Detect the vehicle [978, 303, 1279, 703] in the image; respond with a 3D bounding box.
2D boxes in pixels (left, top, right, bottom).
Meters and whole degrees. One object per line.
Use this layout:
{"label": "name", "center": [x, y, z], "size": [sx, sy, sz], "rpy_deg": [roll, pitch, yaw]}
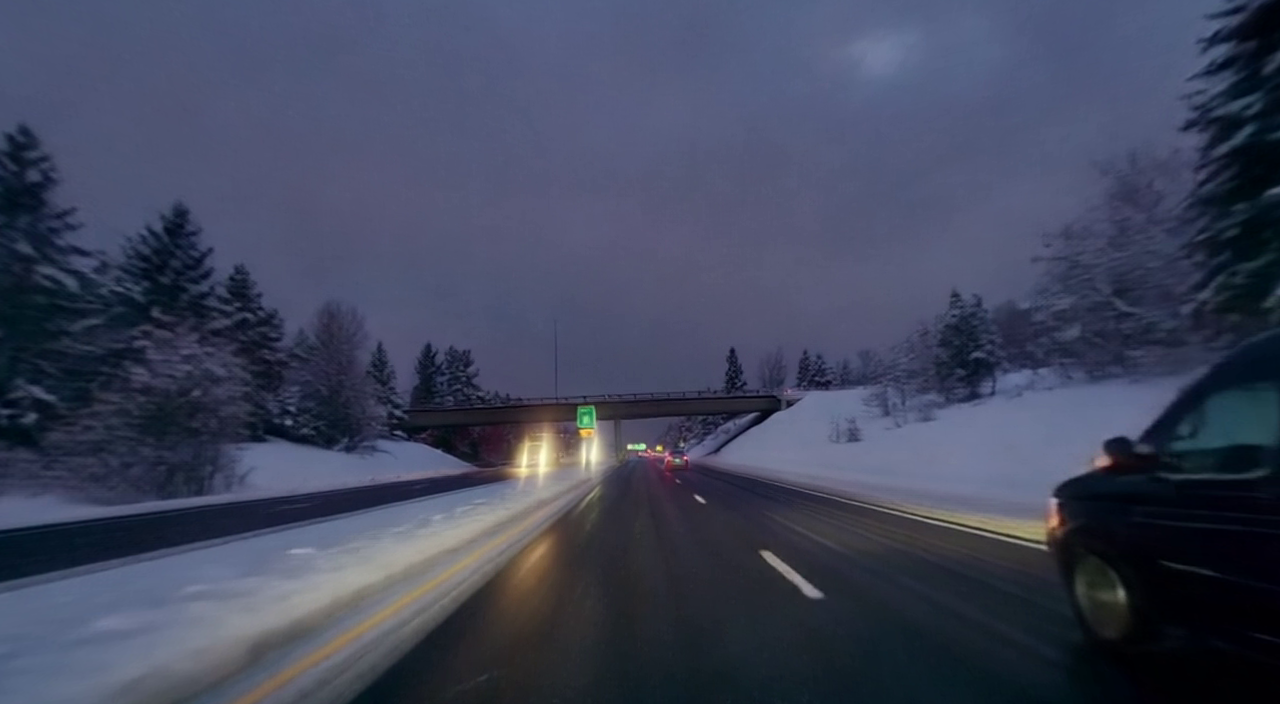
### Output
{"label": "vehicle", "center": [3.867, 0.742, 2.391], "size": [2.152, 1.998, 5.380], "rpy_deg": [0, -9, 0]}
